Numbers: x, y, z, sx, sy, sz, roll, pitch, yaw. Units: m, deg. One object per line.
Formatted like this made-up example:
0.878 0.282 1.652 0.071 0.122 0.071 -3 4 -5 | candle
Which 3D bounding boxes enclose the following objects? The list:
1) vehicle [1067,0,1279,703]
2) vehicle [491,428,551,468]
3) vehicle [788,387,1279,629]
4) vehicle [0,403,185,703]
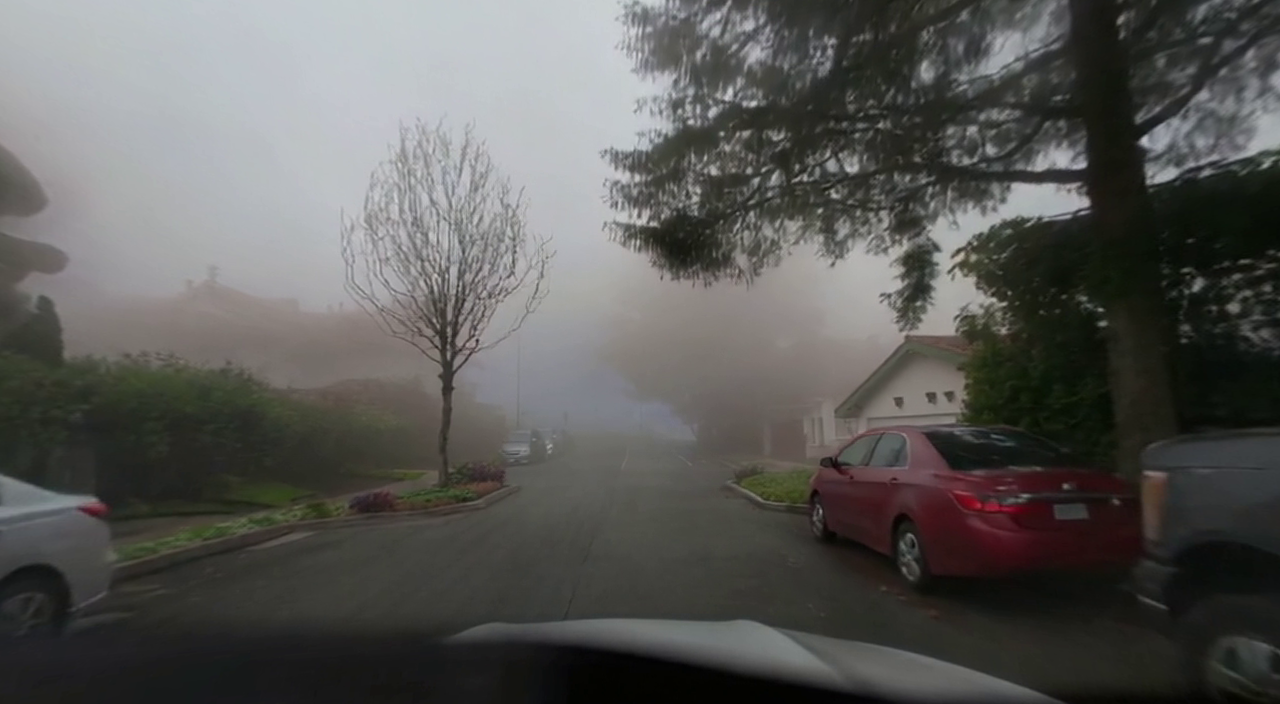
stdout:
3.585 -0.052 0.312 2.541 3.000 5.932 0 -8 1 | vehicle
-5.657 4.605 30.517 2.147 1.780 4.165 0 -8 -1 | vehicle
3.249 1.352 6.613 2.073 1.619 4.574 0 -8 -3 | vehicle
-4.309 0.929 2.328 2.034 1.552 4.285 0 -8 0 | vehicle
